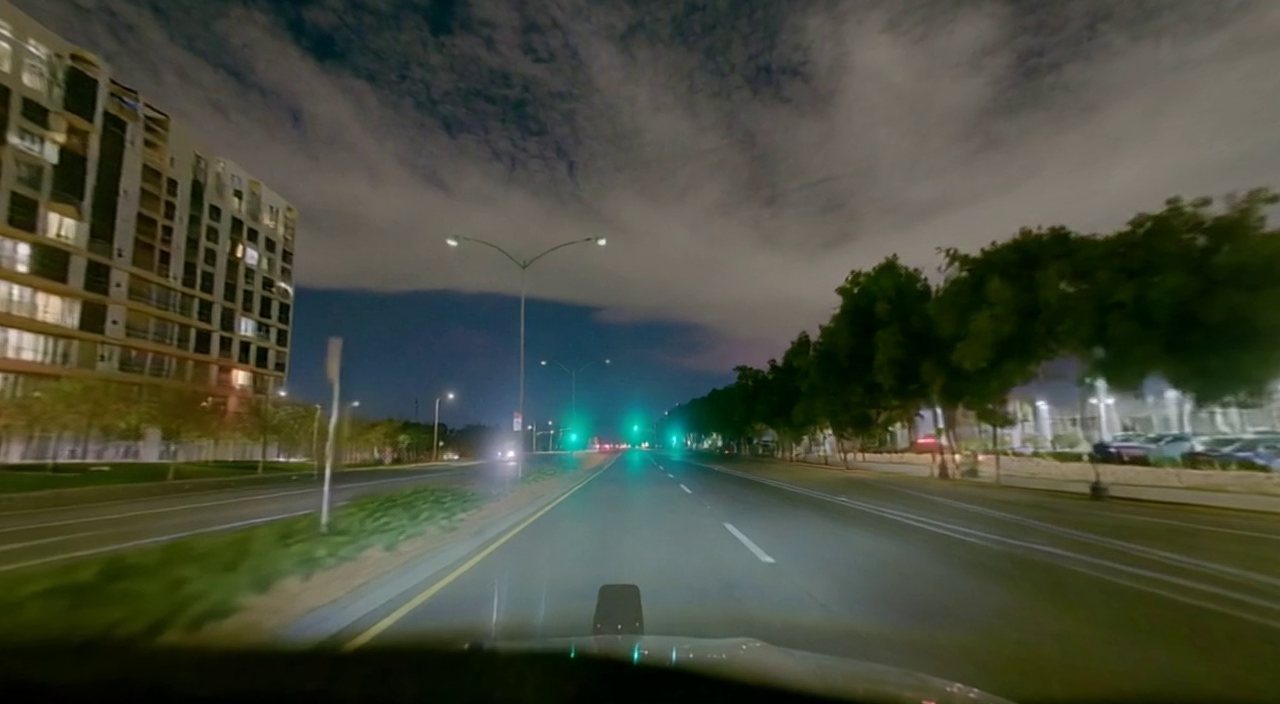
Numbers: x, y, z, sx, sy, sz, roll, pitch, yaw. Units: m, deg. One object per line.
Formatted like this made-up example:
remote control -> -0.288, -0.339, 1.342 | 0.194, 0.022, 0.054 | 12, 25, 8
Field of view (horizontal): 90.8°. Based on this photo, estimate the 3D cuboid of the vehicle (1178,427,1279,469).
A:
vehicle -> 21.915, 3.306, 21.905 | 4.378, 1.380, 2.099 | -2, -7, 8
